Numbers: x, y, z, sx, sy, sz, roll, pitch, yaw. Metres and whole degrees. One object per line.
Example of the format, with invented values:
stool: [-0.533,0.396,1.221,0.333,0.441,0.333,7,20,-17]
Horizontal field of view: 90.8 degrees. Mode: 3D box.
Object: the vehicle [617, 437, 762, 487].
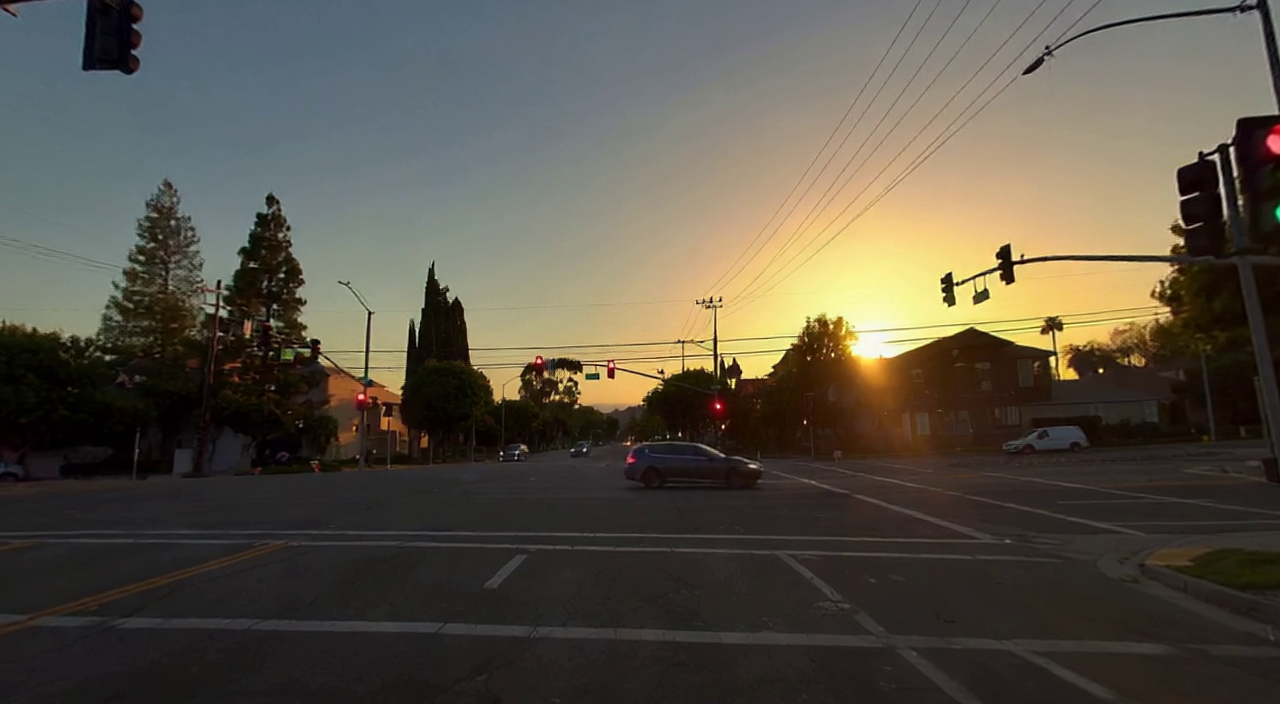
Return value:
vehicle: [1.683,3.786,21.836,4.734,1.585,1.940,-1,-8,5]
